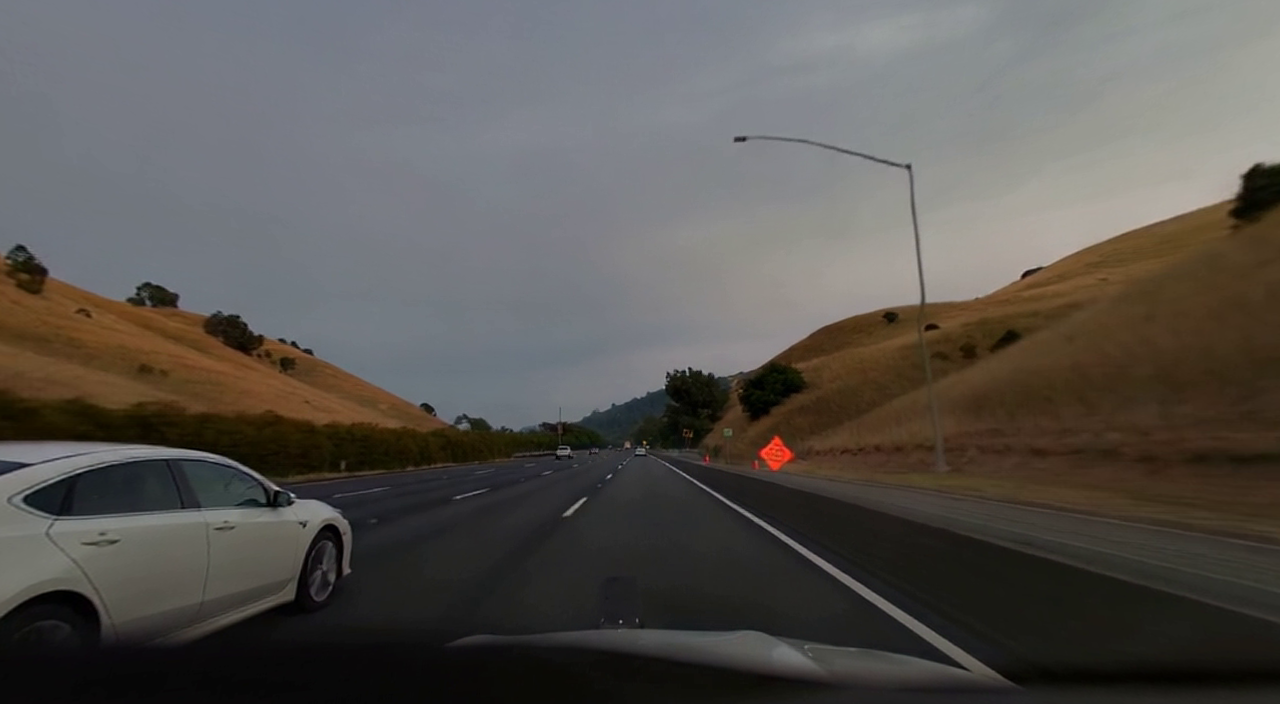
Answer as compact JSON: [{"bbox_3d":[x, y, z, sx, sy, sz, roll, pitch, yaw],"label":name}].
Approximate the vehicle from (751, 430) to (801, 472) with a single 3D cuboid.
[{"bbox_3d":[10.220,7.512,47.986,2.522,2.907,5.675,-3,-8,1],"label":"vehicle"}]
